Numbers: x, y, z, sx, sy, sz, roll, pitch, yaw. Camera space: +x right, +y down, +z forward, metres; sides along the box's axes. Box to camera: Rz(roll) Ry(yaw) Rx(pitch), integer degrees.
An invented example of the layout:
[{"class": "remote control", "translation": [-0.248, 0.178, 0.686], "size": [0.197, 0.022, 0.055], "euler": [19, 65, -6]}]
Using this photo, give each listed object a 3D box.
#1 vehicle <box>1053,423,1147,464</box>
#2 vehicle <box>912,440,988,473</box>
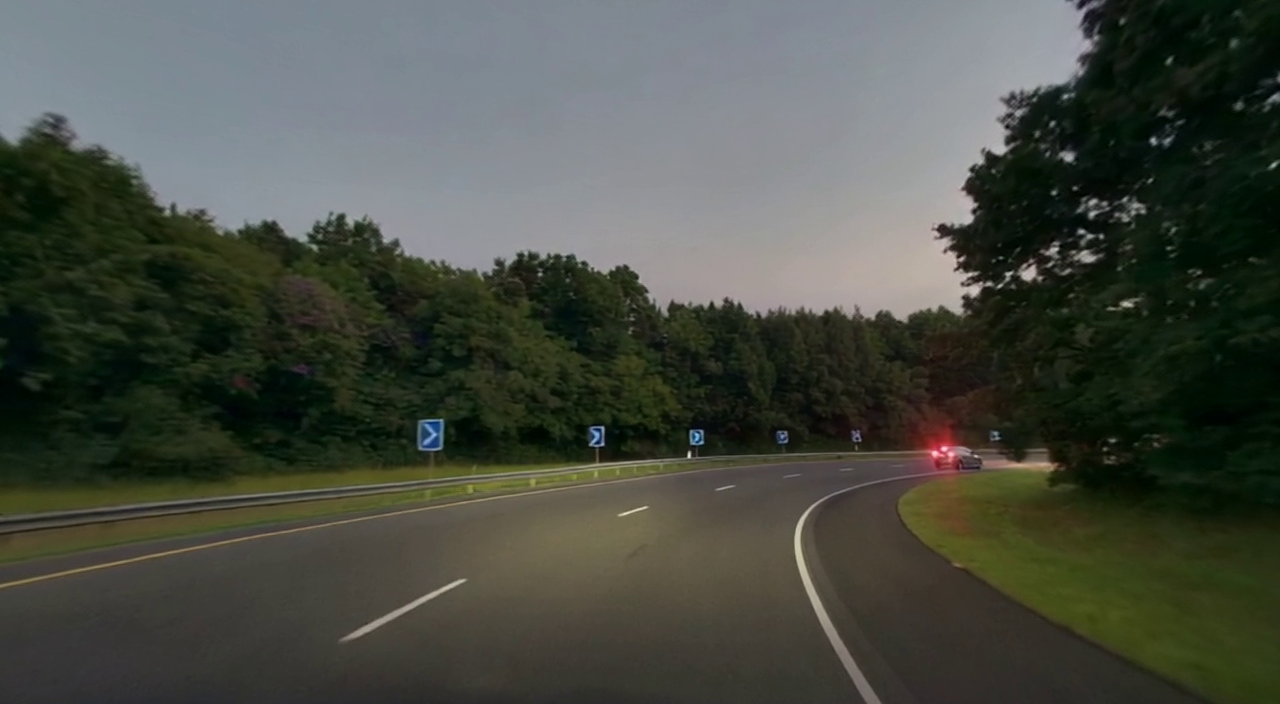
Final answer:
[{"class": "vehicle", "translation": [33.405, 6.676, 45.776], "size": [5.981, 2.823, 2.498], "euler": [3, -10, -21]}, {"class": "vehicle", "translation": [17.354, 5.806, 35.160], "size": [4.325, 1.674, 2.221], "euler": [8, -12, -41]}]
